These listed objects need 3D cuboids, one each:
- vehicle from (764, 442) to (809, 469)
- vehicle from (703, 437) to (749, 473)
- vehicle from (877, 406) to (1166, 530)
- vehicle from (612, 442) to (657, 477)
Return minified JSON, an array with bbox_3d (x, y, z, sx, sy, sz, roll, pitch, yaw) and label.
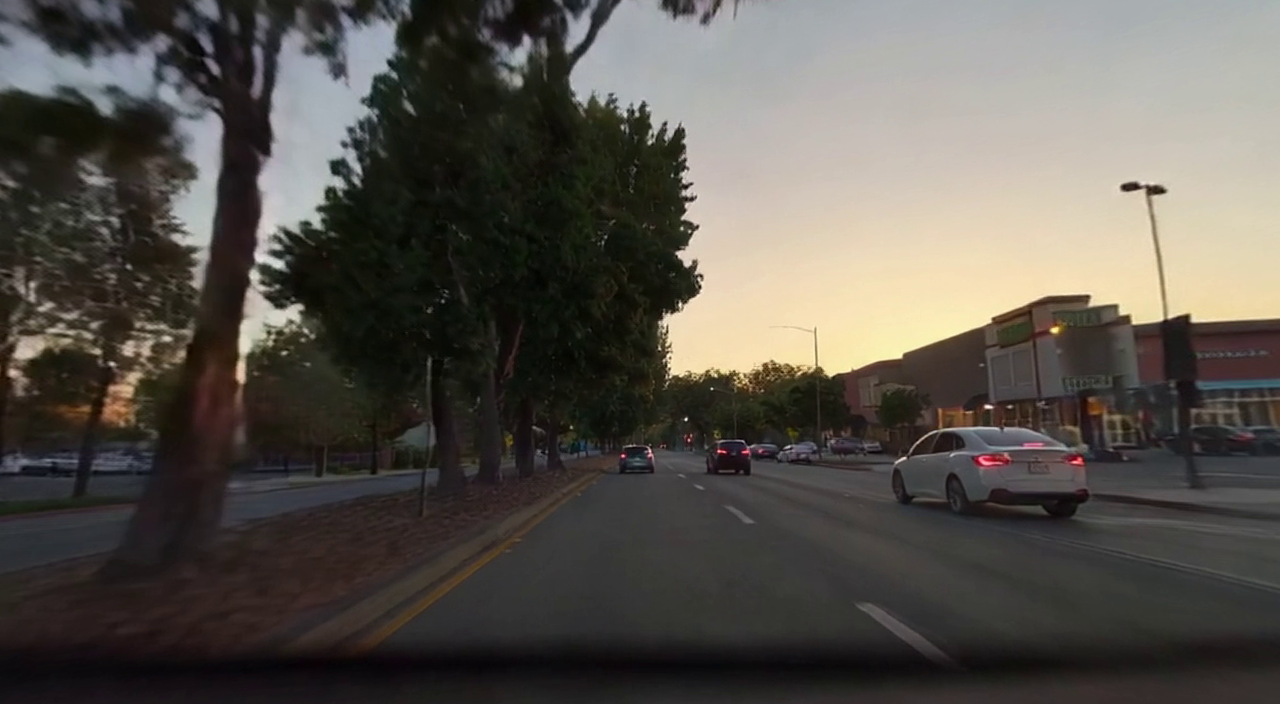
[{"bbox_3d":[10.330,7.291,44.838,1.988,1.783,5.324,0,-8,1],"label":"vehicle"},{"bbox_3d":[4.716,5.725,35.296,1.955,1.845,4.538,0,-8,1],"label":"vehicle"},{"bbox_3d":[7.059,2.239,12.791,2.240,1.923,5.678,0,-8,-1],"label":"vehicle"},{"bbox_3d":[-0.267,5.151,30.492,2.037,1.568,3.693,0,-8,0],"label":"vehicle"}]
